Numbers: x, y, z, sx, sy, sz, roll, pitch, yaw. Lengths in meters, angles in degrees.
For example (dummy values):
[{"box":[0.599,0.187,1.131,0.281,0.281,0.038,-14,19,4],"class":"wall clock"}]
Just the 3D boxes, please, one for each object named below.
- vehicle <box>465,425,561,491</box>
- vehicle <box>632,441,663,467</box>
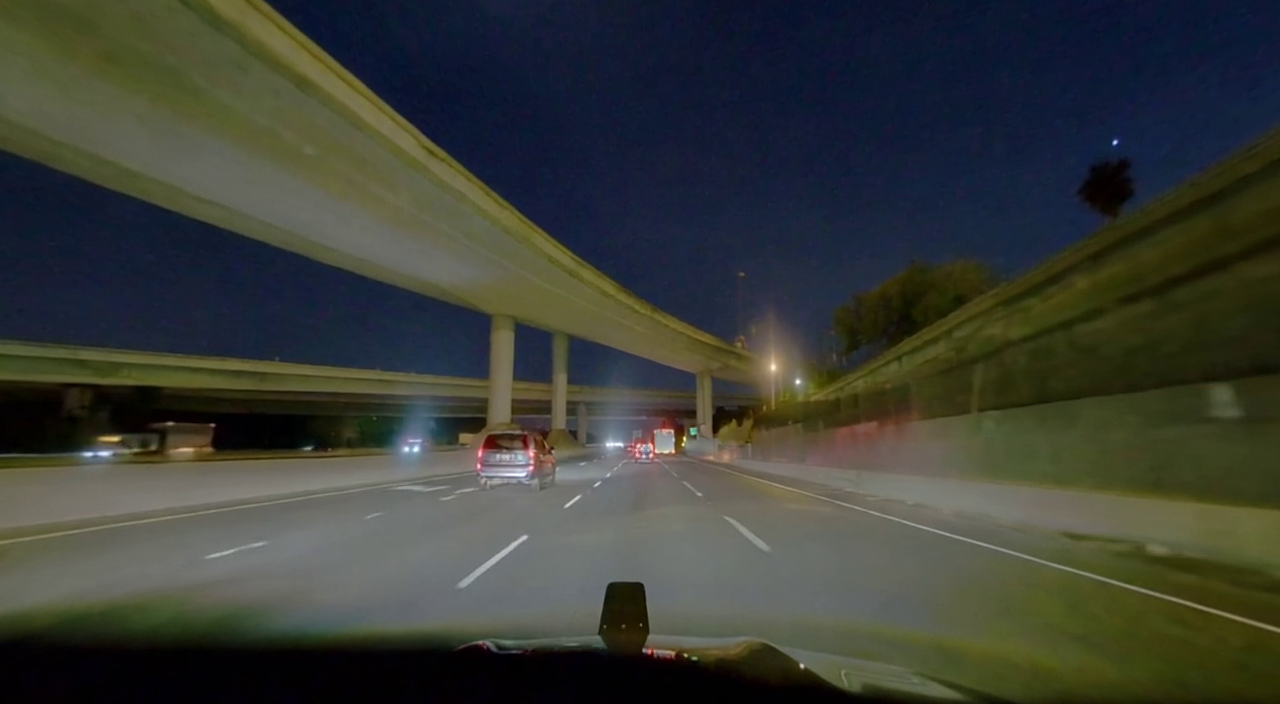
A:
[{"box":[-4.043,3.487,21.008,2.147,1.918,4.834,0,-9,1],"class":"vehicle"},{"box":[0.499,7.173,44.426,2.052,1.711,4.223,0,-9,0],"class":"vehicle"}]
